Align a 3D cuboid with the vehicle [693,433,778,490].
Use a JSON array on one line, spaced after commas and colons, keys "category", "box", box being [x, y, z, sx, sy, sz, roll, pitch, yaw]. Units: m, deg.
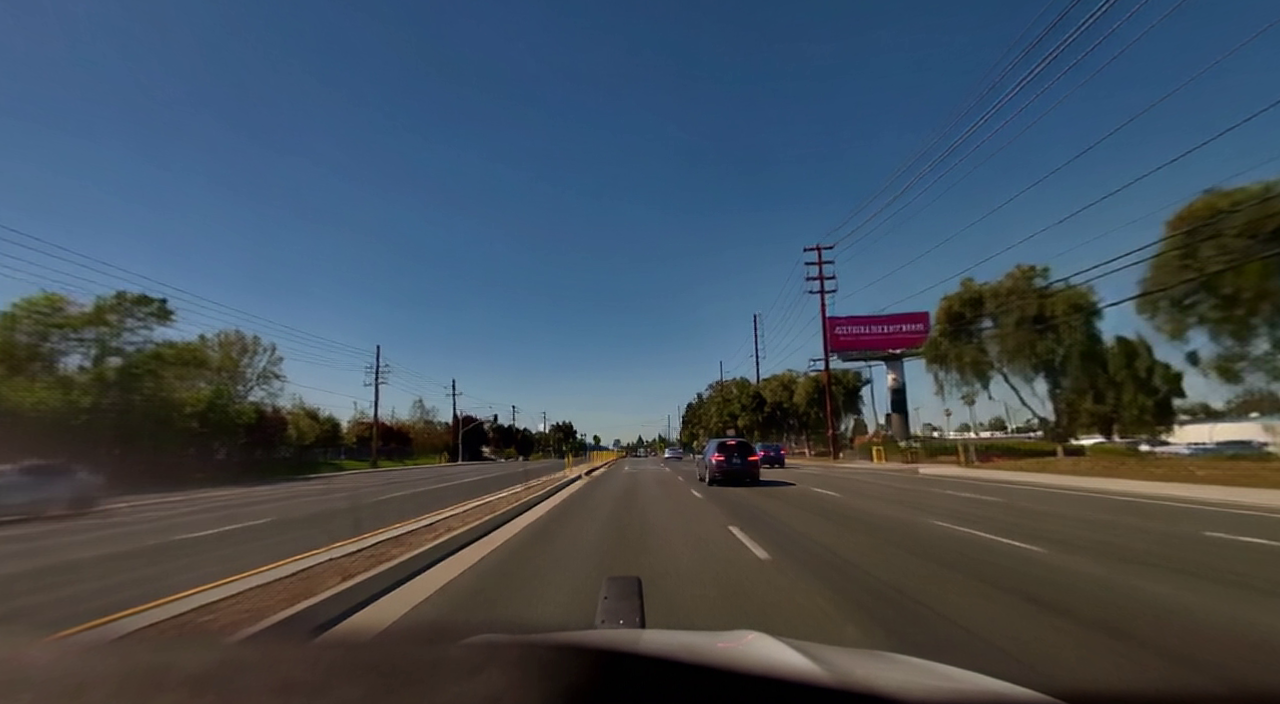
[{"category": "vehicle", "box": [3.010, 3.576, 20.866, 2.078, 1.668, 4.078, 0, -9, -1]}]
